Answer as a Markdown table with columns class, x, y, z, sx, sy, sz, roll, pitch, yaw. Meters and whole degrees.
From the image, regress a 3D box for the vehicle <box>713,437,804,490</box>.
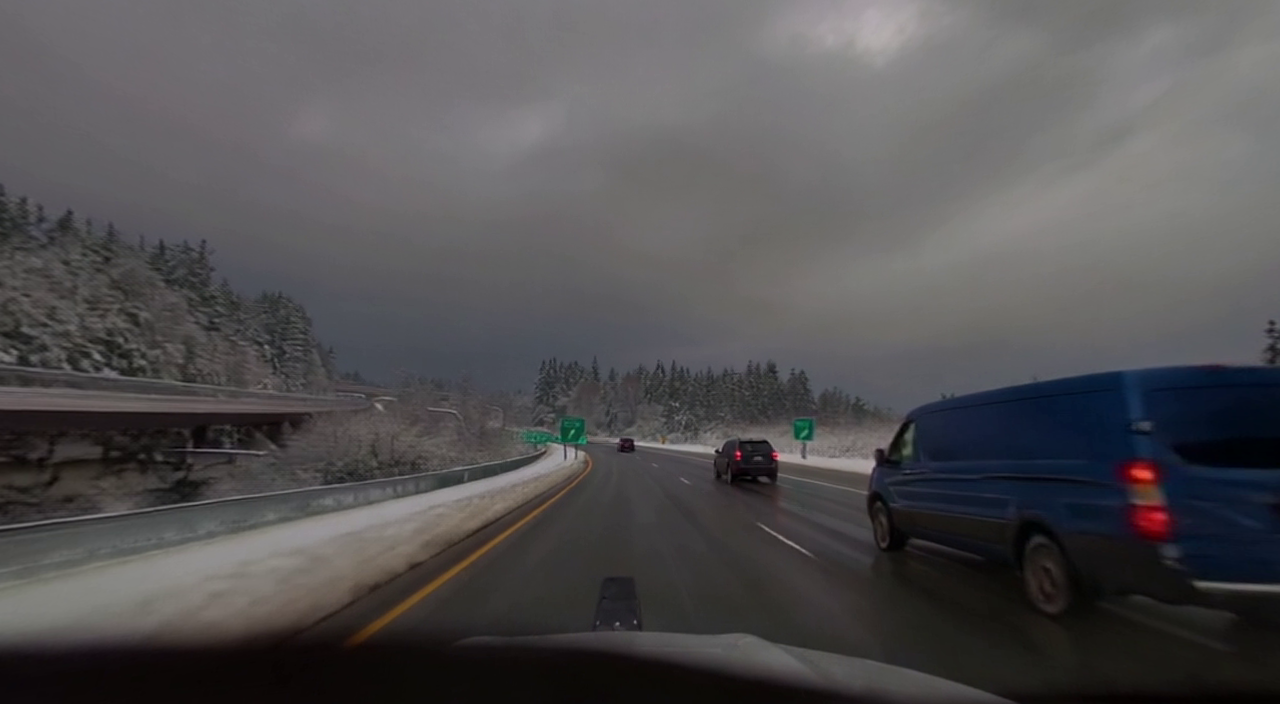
| class | x | y | z | sx | sy | sz | roll | pitch | yaw |
| --- | --- | --- | --- | --- | --- | --- | --- | --- | --- |
| vehicle | 3.721 | 3.597 | 20.473 | 1.952 | 1.536 | 4.036 | 0 | -9 | -3 |

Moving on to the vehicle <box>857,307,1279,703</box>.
| class | x | y | z | sx | sy | sz | roll | pitch | yaw |
| --- | --- | --- | --- | --- | --- | --- | --- | --- | --- |
| vehicle | 3.922 | 1.118 | 5.278 | 2.205 | 1.923 | 4.956 | 0 | -9 | -2 |
